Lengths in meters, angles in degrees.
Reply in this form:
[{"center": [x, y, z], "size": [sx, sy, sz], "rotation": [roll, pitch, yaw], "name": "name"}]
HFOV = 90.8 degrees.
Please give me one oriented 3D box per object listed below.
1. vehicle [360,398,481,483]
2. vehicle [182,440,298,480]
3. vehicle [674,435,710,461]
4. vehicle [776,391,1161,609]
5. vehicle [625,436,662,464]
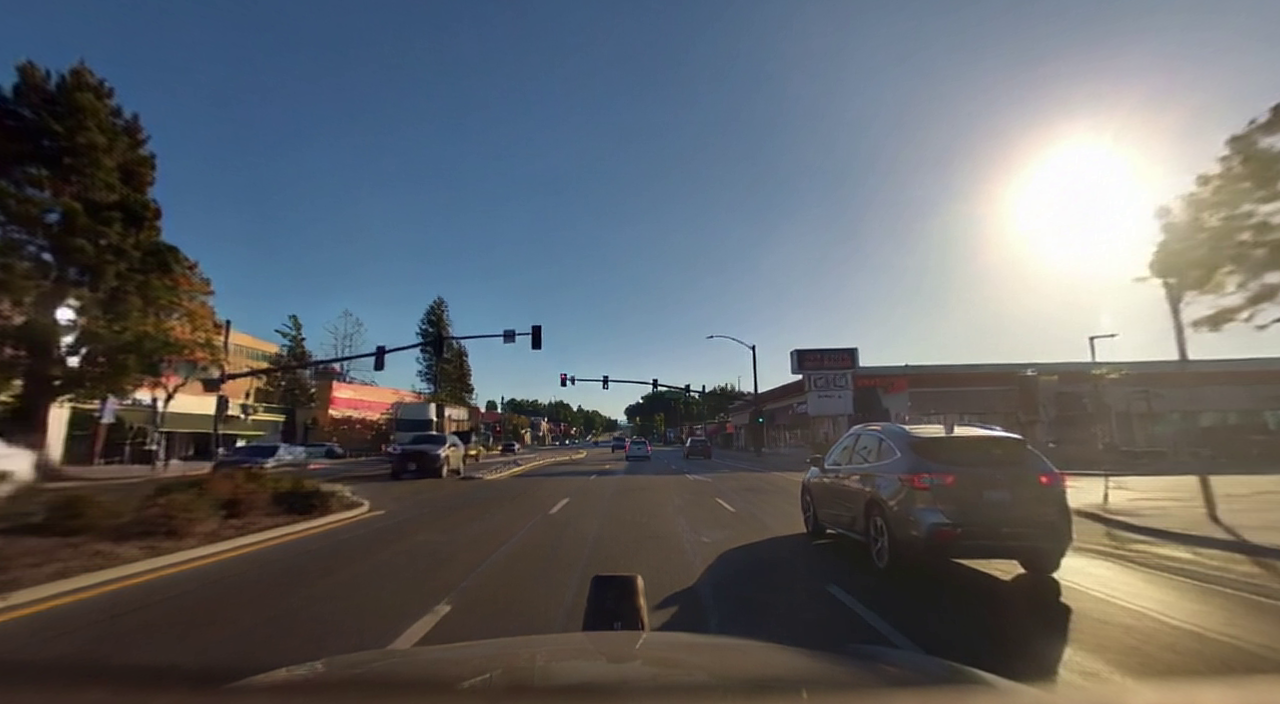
[{"center": [-7.374, 3.098, 22.081], "size": [2.334, 2.525, 5.893], "rotation": [0, -8, -3], "name": "vehicle"}, {"center": [-17.754, 4.792, 28.436], "size": [1.946, 1.606, 5.136], "rotation": [0, -8, -1], "name": "vehicle"}, {"center": [3.538, 6.619, 43.604], "size": [2.085, 1.668, 4.077], "rotation": [0, -8, -1], "name": "vehicle"}, {"center": [3.057, 1.478, 7.208], "size": [1.969, 1.682, 4.387], "rotation": [0, -8, -1], "name": "vehicle"}, {"center": [0.150, 5.822, 37.604], "size": [2.023, 1.532, 3.891], "rotation": [0, -8, -2], "name": "vehicle"}]
